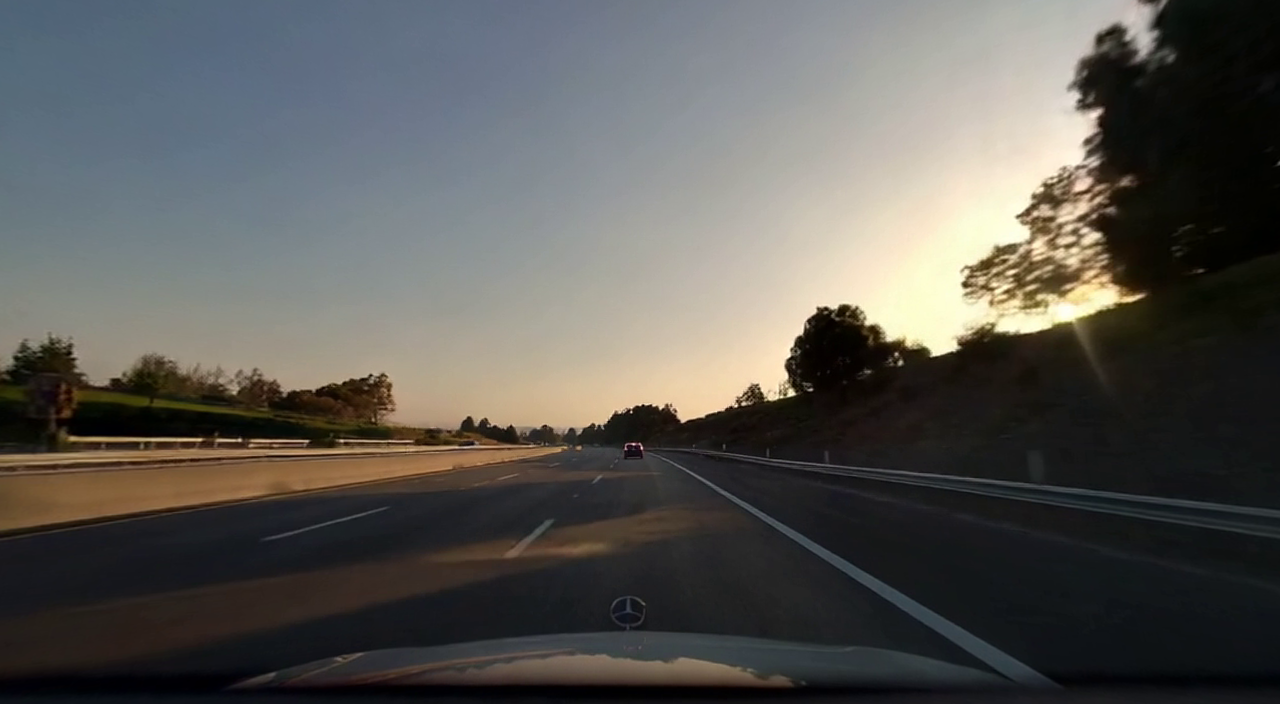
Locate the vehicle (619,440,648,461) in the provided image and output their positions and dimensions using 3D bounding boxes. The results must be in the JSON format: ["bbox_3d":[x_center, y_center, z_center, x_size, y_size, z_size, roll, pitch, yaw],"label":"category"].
[{"bbox_3d":[-0.487,7.530,48.134,2.083,1.524,4.251,0,-8,0],"label":"vehicle"}]
